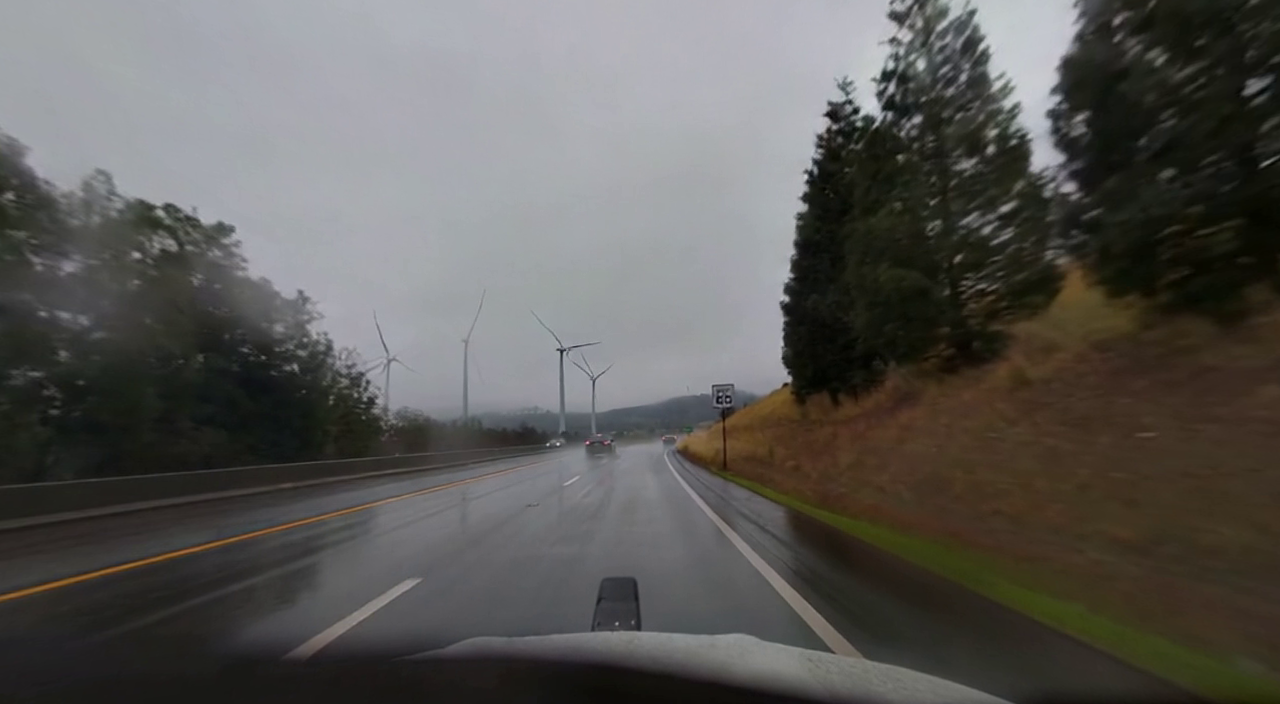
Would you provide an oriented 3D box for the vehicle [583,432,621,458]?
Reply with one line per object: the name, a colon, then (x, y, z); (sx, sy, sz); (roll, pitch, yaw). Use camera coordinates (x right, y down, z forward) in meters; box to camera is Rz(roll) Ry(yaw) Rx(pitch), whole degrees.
vehicle: (-2.494, 6.223, 42.272); (2.123, 1.629, 4.180); (0, -8, 2)
